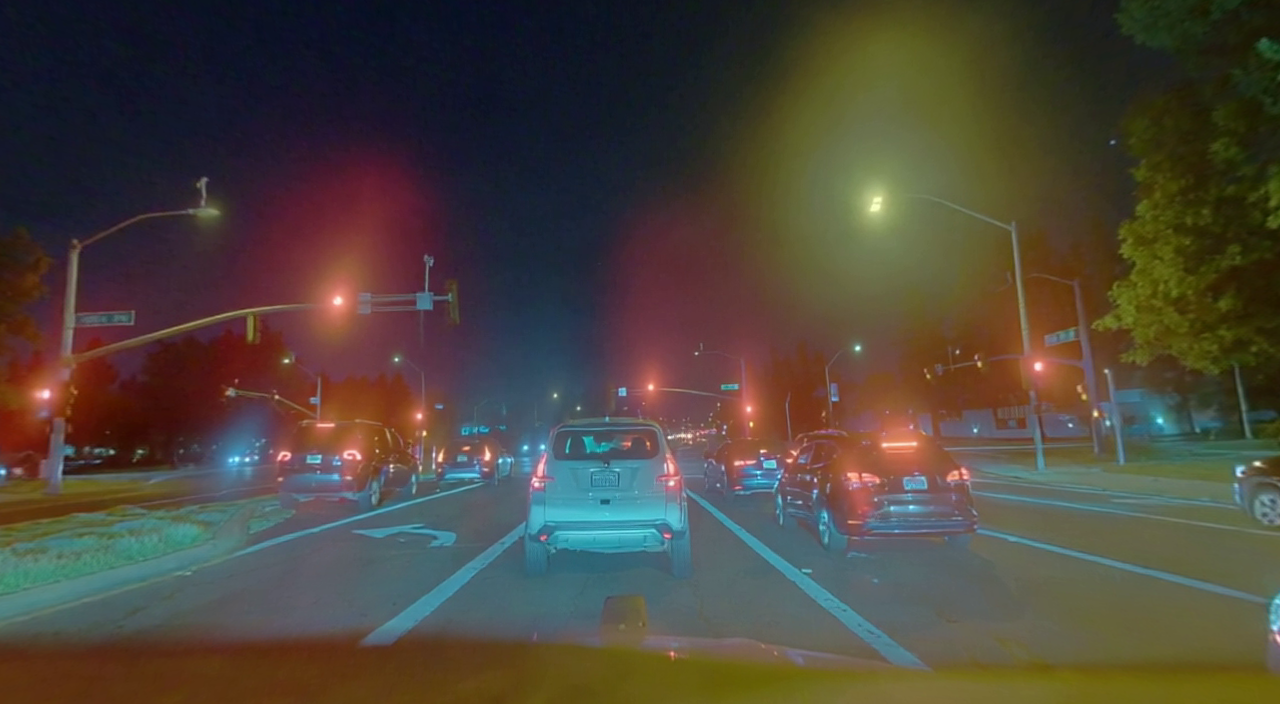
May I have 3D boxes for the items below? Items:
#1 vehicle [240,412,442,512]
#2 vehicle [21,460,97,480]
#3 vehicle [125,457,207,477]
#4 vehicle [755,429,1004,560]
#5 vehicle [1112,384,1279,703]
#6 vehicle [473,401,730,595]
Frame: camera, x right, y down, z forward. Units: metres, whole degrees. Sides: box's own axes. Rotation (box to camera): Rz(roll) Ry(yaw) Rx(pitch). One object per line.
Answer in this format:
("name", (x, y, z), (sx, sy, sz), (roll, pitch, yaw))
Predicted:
("vehicle", (-6.728, 2.547, 14.995), (2.214, 1.953, 5.017), (0, -8, 1))
("vehicle", (-45.695, 9.262, 49.405), (4.232, 1.498, 1.791), (0, -8, 1))
("vehicle", (-37.317, 9.027, 49.476), (4.914, 1.487, 1.850), (0, -8, 0))
("vehicle", (3.158, 1.966, 9.477), (1.971, 1.473, 4.495), (0, -8, 0))
("vehicle", (3.305, 0.667, 0.826), (1.980, 1.515, 4.362), (0, -8, 1))
("vehicle", (-0.322, 1.586, 7.625), (2.256, 1.694, 4.055), (0, -8, 0))
